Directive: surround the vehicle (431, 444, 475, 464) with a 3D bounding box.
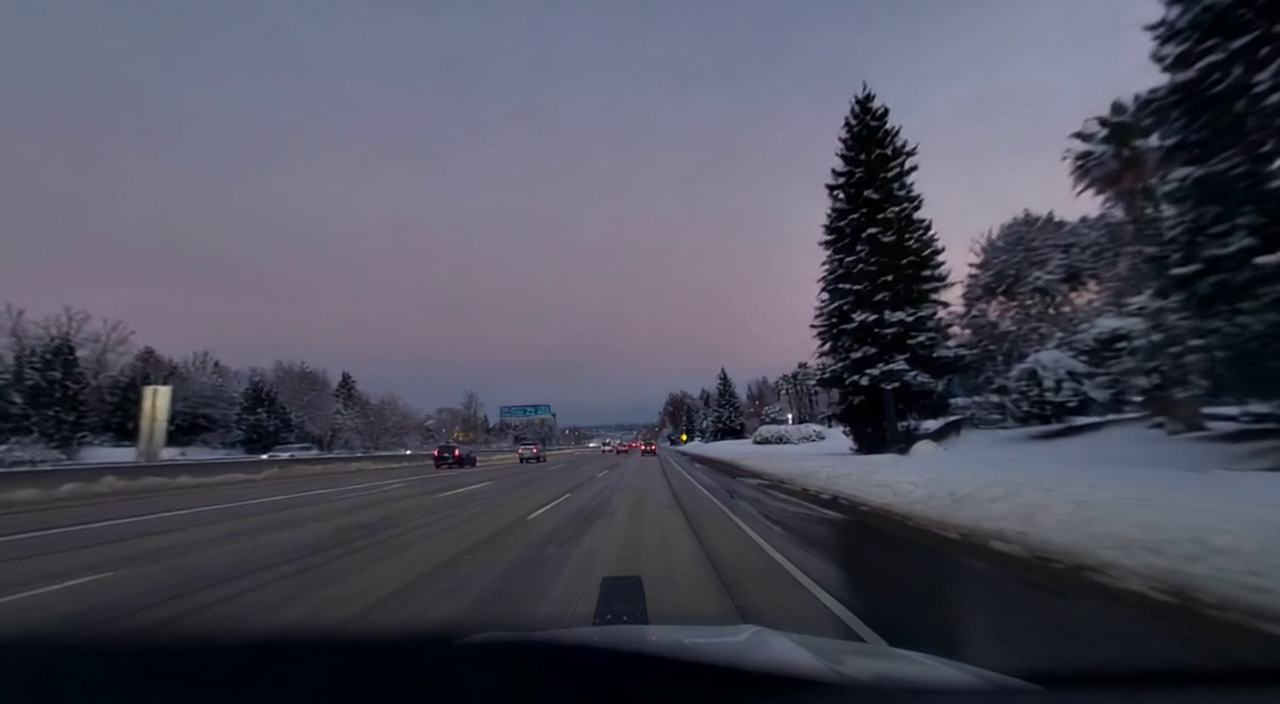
[{"bbox_3d":[-14.166,7.718,48.014,1.818,1.377,4.419,-1,-8,2],"label":"vehicle"}]
